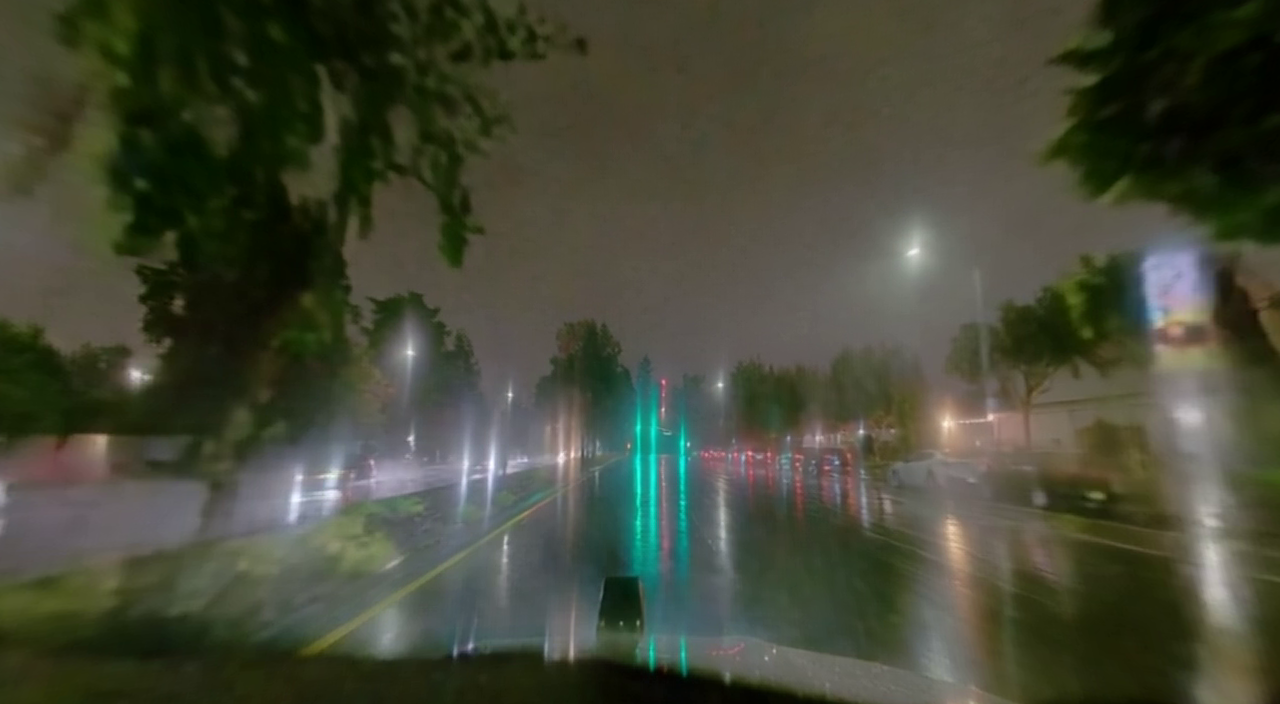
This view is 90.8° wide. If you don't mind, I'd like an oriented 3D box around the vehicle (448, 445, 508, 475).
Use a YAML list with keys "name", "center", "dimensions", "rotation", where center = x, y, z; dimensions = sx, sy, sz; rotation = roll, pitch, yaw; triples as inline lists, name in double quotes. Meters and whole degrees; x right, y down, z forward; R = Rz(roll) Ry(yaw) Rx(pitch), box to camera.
- name: "vehicle"
  center: [-8.631, 5.763, 34.146]
  dimensions: [1.979, 1.484, 4.711]
  rotation: [-1, -8, 1]

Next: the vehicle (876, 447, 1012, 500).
- name: "vehicle"
  center: [9.492, 3.792, 20.241]
  dimensions: [1.918, 1.454, 4.683]
  rotation: [0, -8, -1]

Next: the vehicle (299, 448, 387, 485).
- name: "vehicle"
  center: [-12.671, 4.881, 27.264]
  dimensions: [1.769, 1.418, 4.173]
  rotation: [-1, -8, 0]

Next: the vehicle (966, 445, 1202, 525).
- name: "vehicle"
  center: [9.642, 2.868, 14.339]
  dimensions: [1.899, 1.475, 4.572]
  rotation: [0, -8, -2]

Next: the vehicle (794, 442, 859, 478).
- name: "vehicle"
  center: [9.639, 5.599, 33.070]
  dimensions: [1.885, 1.685, 4.430]
  rotation: [0, -8, -2]
